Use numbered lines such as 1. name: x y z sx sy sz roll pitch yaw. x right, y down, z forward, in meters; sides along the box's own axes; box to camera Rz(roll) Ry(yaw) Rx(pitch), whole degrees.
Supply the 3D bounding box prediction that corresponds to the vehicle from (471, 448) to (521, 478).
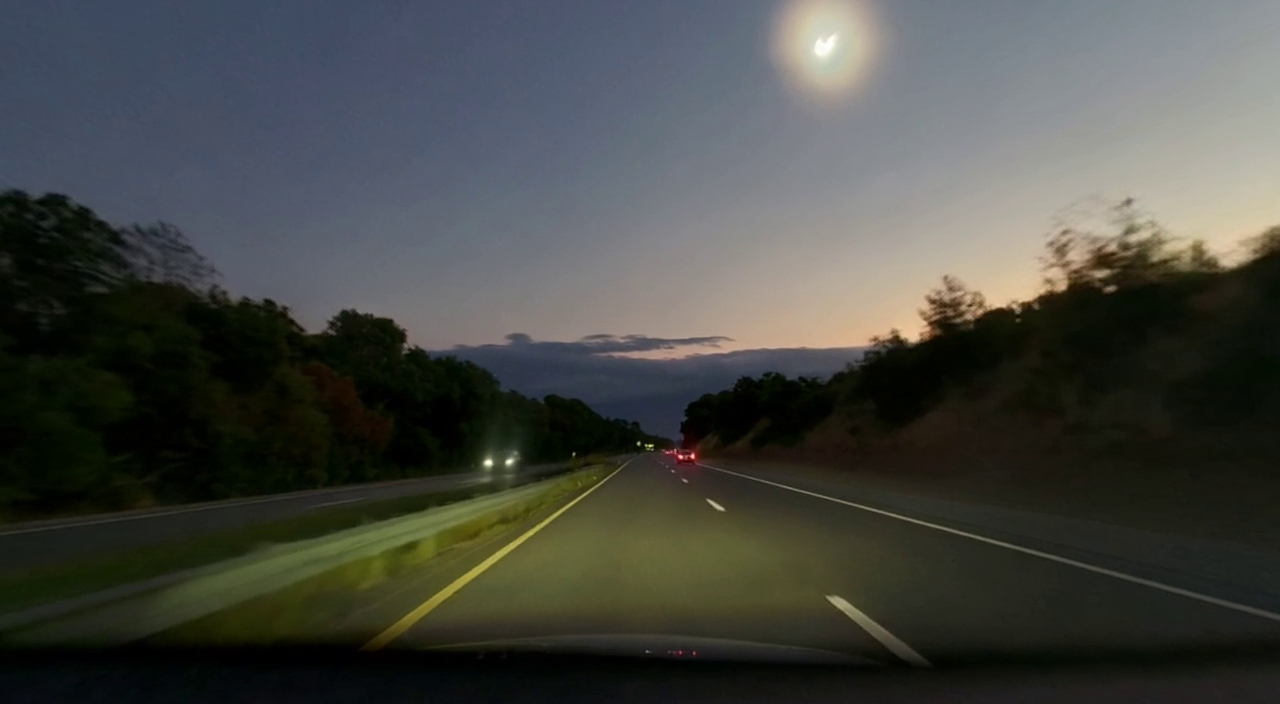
1. vehicle: -9.220 7.156 40.922 2.177 1.747 4.436 0 -8 0
